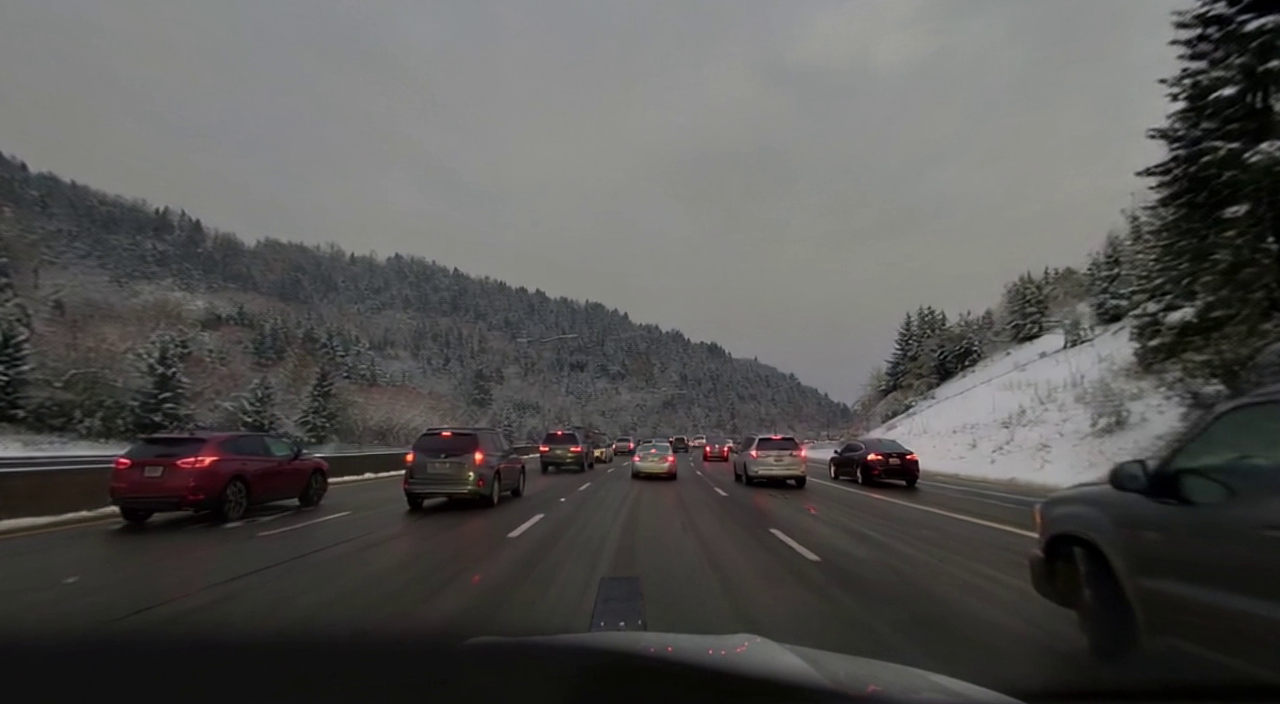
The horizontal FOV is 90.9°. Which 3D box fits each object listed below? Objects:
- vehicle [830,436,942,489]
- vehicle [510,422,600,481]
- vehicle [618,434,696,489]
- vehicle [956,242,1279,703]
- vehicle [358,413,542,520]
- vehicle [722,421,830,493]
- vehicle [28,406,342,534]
[{"bbox_3d":[7.456,3.366,19.611,1.846,1.469,4.166,0,-8,1],"label":"vehicle"},{"bbox_3d":[-2.969,3.672,23.531,2.301,1.902,5.374,-1,-8,3],"label":"vehicle"},{"bbox_3d":[0.519,3.285,19.358,2.105,1.471,4.349,0,-8,1],"label":"vehicle"},{"bbox_3d":[3.447,0.536,2.018,2.266,1.929,5.194,0,-8,1],"label":"vehicle"},{"bbox_3d":[-3.413,2.168,12.437,2.179,1.723,4.410,0,-8,1],"label":"vehicle"},{"bbox_3d":[3.694,2.952,18.041,2.046,1.765,4.534,0,-8,0],"label":"vehicle"},{"bbox_3d":[-7.677,2.039,11.482,2.017,1.810,4.782,0,-8,2],"label":"vehicle"}]
